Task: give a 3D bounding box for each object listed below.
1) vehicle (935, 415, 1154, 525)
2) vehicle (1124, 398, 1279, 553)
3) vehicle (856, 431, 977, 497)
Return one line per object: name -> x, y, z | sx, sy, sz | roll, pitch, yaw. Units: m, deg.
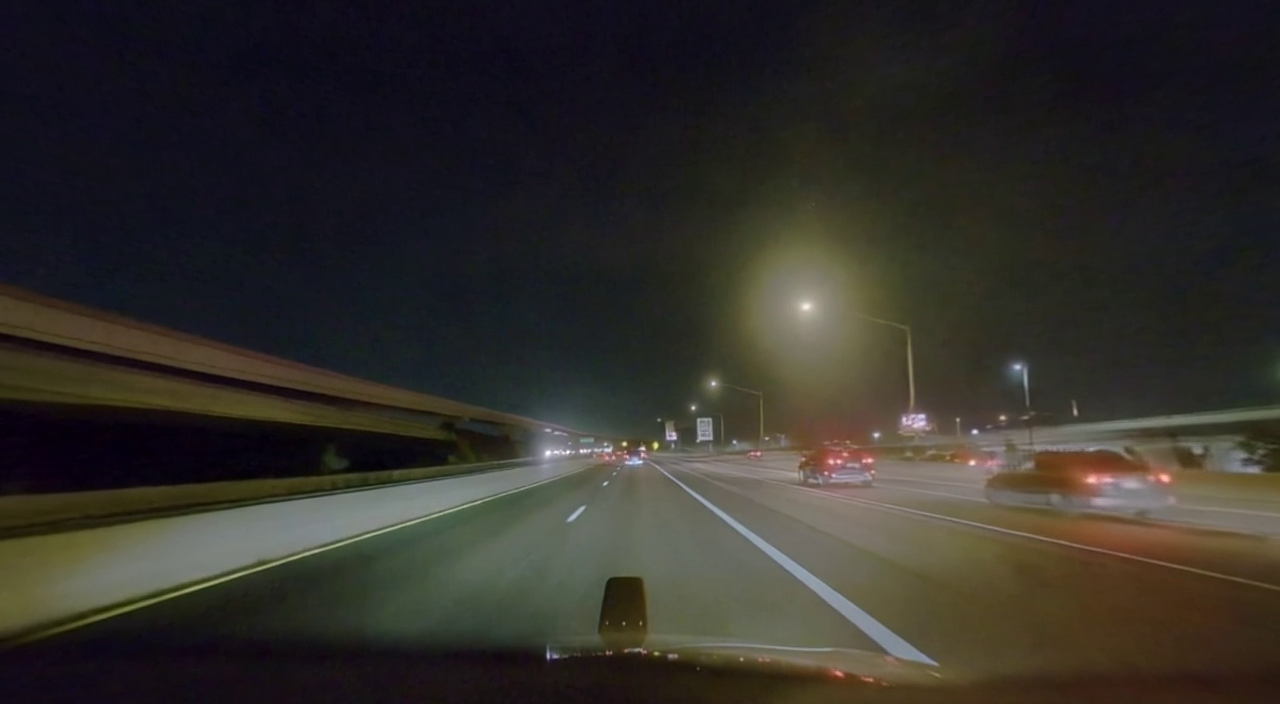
vehicle -> 16.114, 4.773, 26.411 | 2.704, 3.716, 9.364 | 0, -9, -1
vehicle -> 16.336, 2.902, 14.766 | 2.791, 3.573, 9.032 | 0, -9, 1
vehicle -> 16.082, 6.559, 37.649 | 2.887, 3.412, 9.164 | 0, -9, -1
